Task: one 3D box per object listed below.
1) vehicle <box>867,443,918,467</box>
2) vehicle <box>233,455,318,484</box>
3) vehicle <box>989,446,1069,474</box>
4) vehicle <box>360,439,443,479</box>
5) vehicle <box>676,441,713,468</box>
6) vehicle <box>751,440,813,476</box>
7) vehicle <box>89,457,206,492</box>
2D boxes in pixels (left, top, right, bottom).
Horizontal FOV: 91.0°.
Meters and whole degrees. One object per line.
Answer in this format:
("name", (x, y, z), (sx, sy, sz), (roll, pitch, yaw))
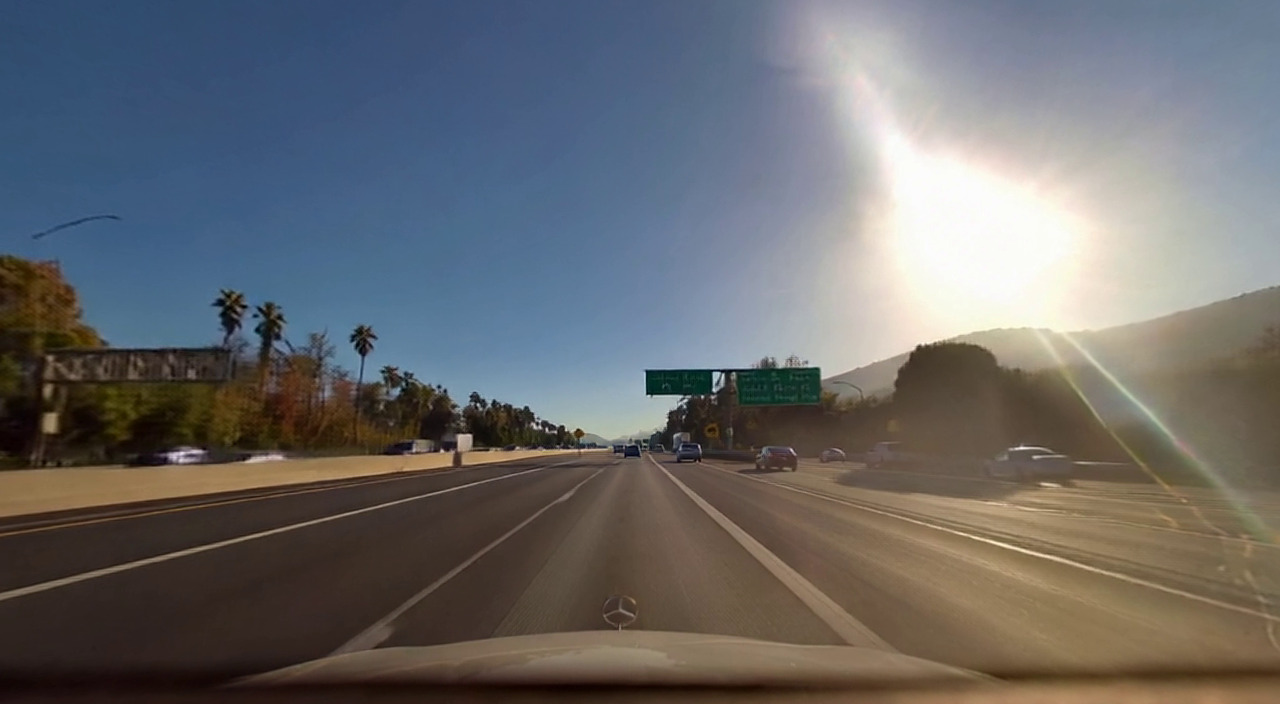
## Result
("vehicle", (18.207, 7.456, 45.625), (1.887, 1.642, 4.592), (0, -8, 2))
("vehicle", (-19.635, 6.322, 34.157), (1.824, 1.412, 4.642), (0, -8, 0))
("vehicle", (21.918, 6.084, 35.704), (1.774, 1.457, 4.653), (0, -8, 3))
("vehicle", (-12.305, 5.547, 32.984), (2.197, 1.943, 5.421), (0, -8, 0))
("vehicle", (3.573, 6.800, 42.078), (2.035, 1.704, 3.867), (0, -8, -1))
("vehicle", (6.830, 5.140, 30.717), (1.902, 1.623, 4.360), (0, -8, -1))
("vehicle", (-23.703, 5.888, 30.559), (1.852, 1.487, 4.696), (0, -8, 0))
